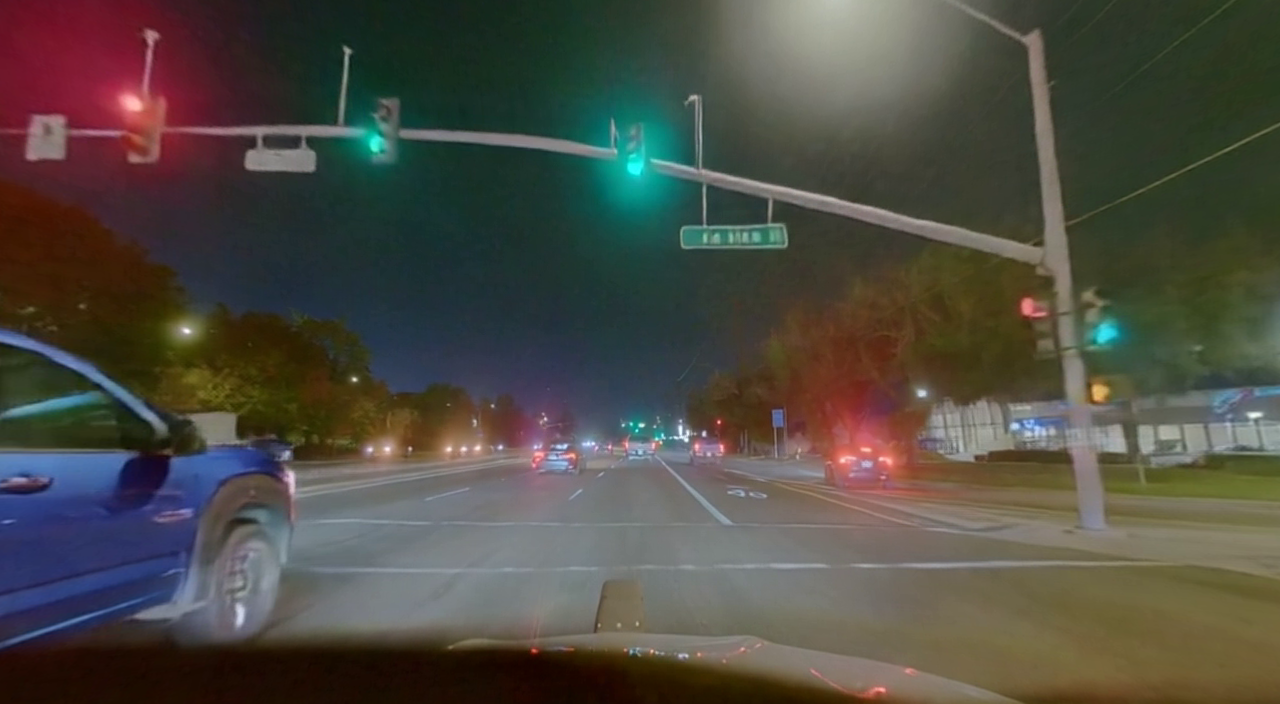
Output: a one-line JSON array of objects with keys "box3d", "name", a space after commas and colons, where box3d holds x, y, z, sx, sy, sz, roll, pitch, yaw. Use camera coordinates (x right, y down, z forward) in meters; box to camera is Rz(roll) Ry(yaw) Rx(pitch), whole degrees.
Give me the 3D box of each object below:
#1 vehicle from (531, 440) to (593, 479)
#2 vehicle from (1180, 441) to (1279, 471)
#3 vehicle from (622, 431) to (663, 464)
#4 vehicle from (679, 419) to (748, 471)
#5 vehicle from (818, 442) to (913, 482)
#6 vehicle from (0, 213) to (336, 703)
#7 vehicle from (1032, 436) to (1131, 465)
[{"box3d": [-3.174, 4.455, 26.552, 1.939, 1.494, 4.499, 0, -8, 1], "name": "vehicle"}, {"box3d": [31.053, 5.283, 32.321, 1.868, 1.447, 4.690, 5, -10, -29], "name": "vehicle"}, {"box3d": [0.156, 6.585, 43.704, 2.643, 2.145, 5.585, 0, -8, 0], "name": "vehicle"}, {"box3d": [4.004, 5.295, 36.080, 2.905, 2.636, 6.895, -1, -8, -2], "name": "vehicle"}, {"box3d": [9.805, 4.802, 27.911, 2.010, 1.633, 4.246, 2, -9, -11], "name": "vehicle"}, {"box3d": [-3.709, 0.497, 2.017, 2.402, 2.194, 6.051, 0, -8, 0], "name": "vehicle"}, {"box3d": [27.451, 6.139, 39.430, 2.012, 1.701, 4.524, 5, -10, -32], "name": "vehicle"}]
